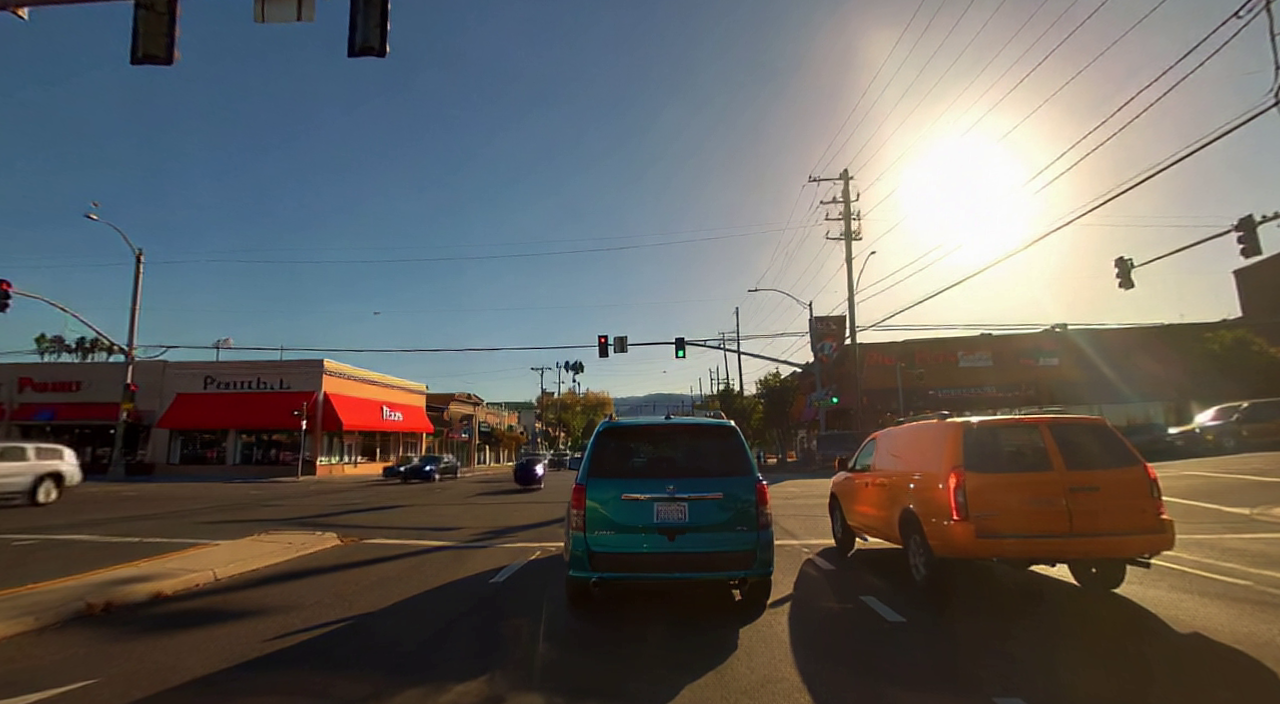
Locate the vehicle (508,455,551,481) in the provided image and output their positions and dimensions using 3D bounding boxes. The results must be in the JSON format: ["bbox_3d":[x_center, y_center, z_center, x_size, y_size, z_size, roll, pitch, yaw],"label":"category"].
[{"bbox_3d":[-8.457,8.940,48.766,2.029,1.776,4.711,-1,-8,6],"label":"vehicle"}]

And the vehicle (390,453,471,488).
[{"bbox_3d":[-9.863,5.617,30.138,1.911,1.461,4.691,-1,-8,5],"label":"vehicle"}]

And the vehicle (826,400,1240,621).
[{"bbox_3d":[3.613,1.517,6.973,1.976,1.664,4.189,-1,-8,2],"label":"vehicle"}]

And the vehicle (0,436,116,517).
[{"bbox_3d":[-14.831,2.784,14.161,1.936,1.740,4.647,-1,-8,3],"label":"vehicle"}]

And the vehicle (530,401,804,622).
[{"bbox_3d":[0.257,1.511,6.827,2.098,1.682,3.778,0,-8,2],"label":"vehicle"}]
